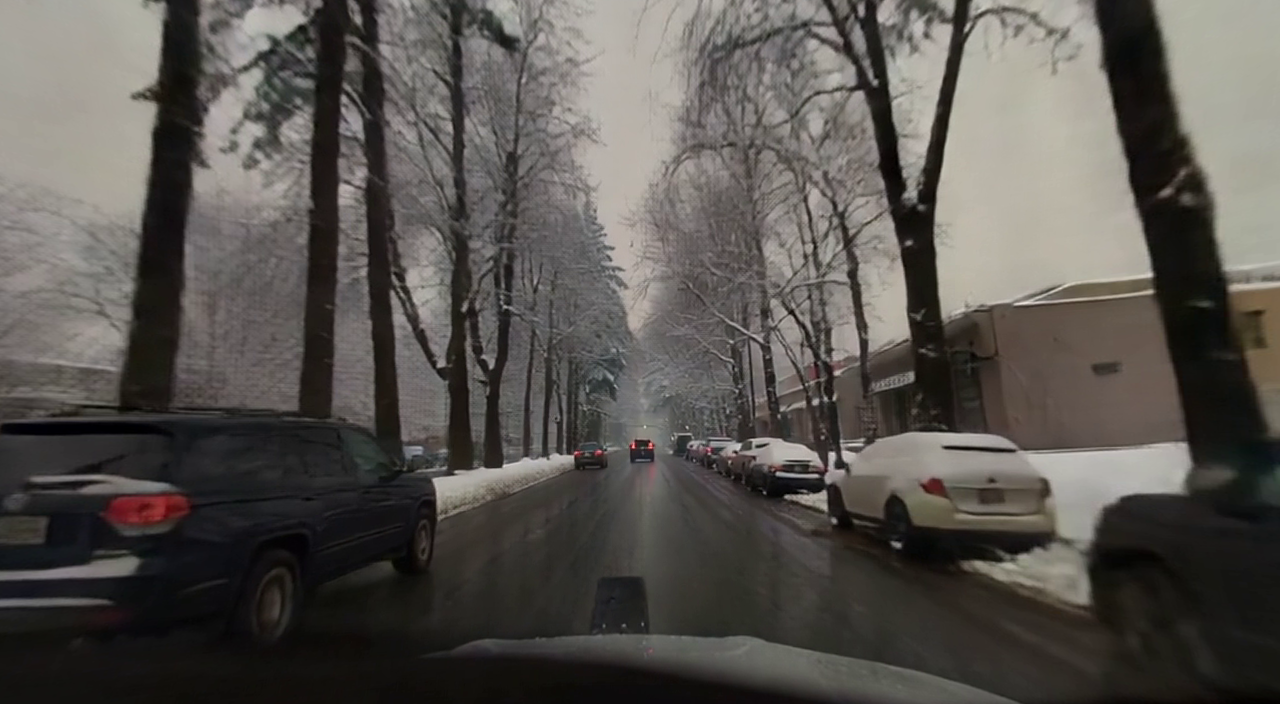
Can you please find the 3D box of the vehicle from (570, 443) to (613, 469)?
[{"bbox_3d":[-2.845,6.230,38.040,2.151,1.484,4.468,0,-8,1],"label":"vehicle"}]

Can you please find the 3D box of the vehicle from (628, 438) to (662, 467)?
[{"bbox_3d":[0.315,6.528,41.096,2.075,1.770,4.018,0,-8,0],"label":"vehicle"}]

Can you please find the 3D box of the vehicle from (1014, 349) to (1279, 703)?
[{"bbox_3d":[4.131,0.850,2.709,2.068,1.809,4.889,0,-8,1],"label":"vehicle"}]

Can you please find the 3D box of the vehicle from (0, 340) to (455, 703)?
[{"bbox_3d":[-3.216,1.144,4.620,2.186,1.708,4.746,0,-8,1],"label":"vehicle"}]

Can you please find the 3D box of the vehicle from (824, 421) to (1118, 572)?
[{"bbox_3d":[4.325,1.927,9.186,1.940,1.669,4.142,0,-8,-1],"label":"vehicle"}]

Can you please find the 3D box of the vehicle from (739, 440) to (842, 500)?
[{"bbox_3d":[4.236,3.369,18.471,1.887,1.517,4.257,0,-8,-1],"label":"vehicle"}]
